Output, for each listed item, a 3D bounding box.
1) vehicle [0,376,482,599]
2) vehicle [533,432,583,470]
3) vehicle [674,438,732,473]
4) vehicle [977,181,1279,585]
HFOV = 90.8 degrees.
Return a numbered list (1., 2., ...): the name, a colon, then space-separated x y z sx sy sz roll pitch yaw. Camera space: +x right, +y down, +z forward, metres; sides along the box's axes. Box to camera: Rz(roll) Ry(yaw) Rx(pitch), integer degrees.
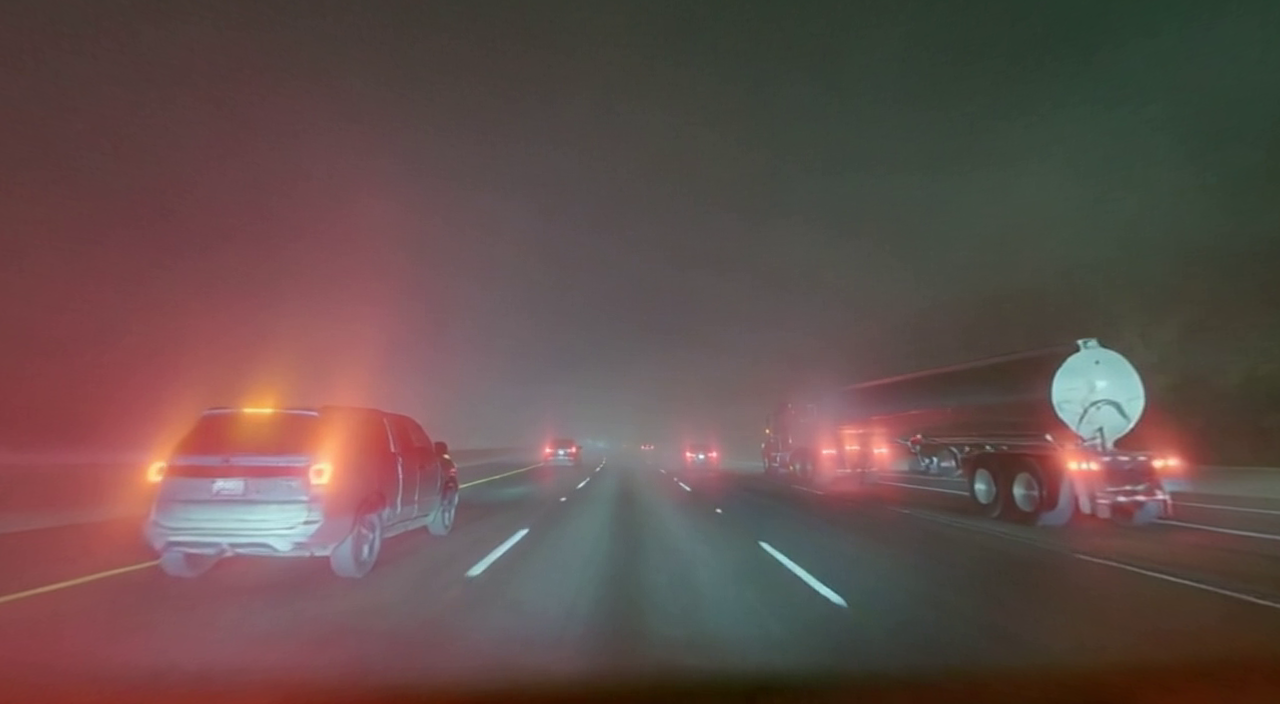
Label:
1. vehicle: -4.138 1.548 8.194 2.684 1.839 5.803 0 -8 0
2. vehicle: -4.176 5.131 32.853 2.149 1.843 4.348 0 -8 -2
3. vehicle: 2.900 4.895 29.994 2.053 1.510 4.400 0 -8 -3
4. vehicle: 7.490 0.257 5.509 3.554 3.573 10.307 0 -8 1
